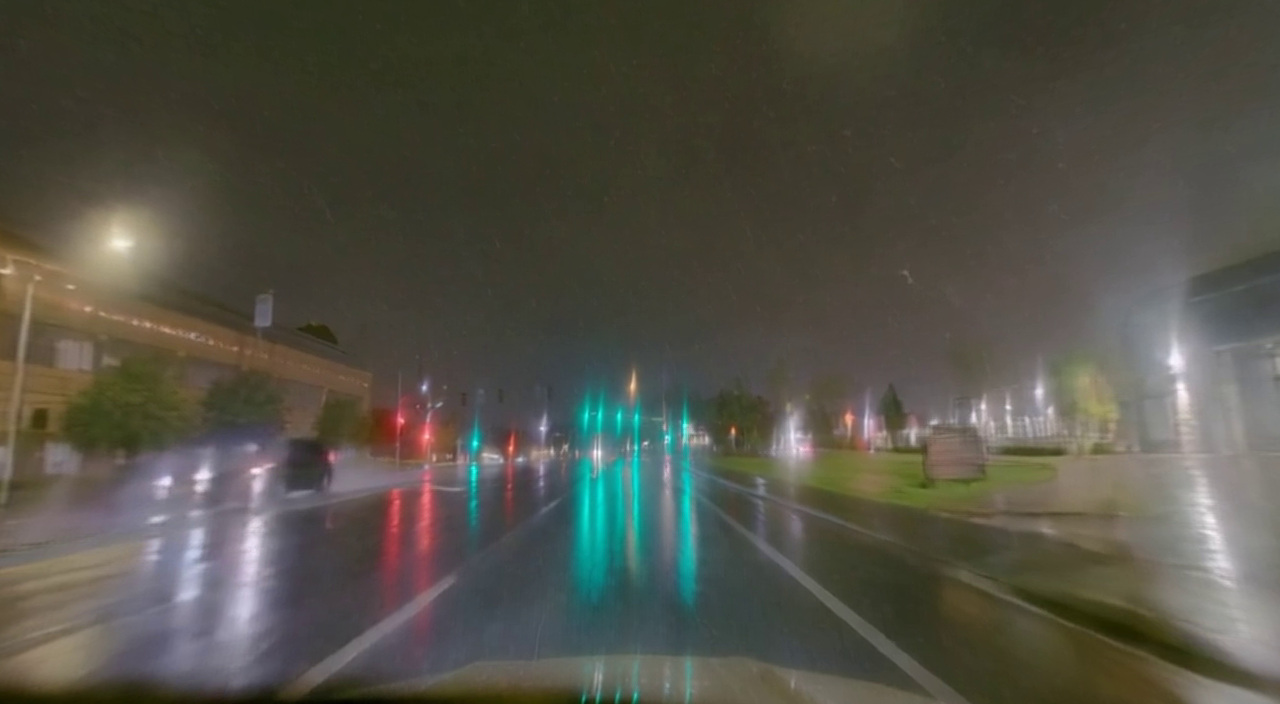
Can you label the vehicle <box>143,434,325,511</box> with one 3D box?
[{"bbox_3d":[-10.269,3.058,16.486,2.026,1.577,4.334,-4,-9,-2],"label":"vehicle"}]
